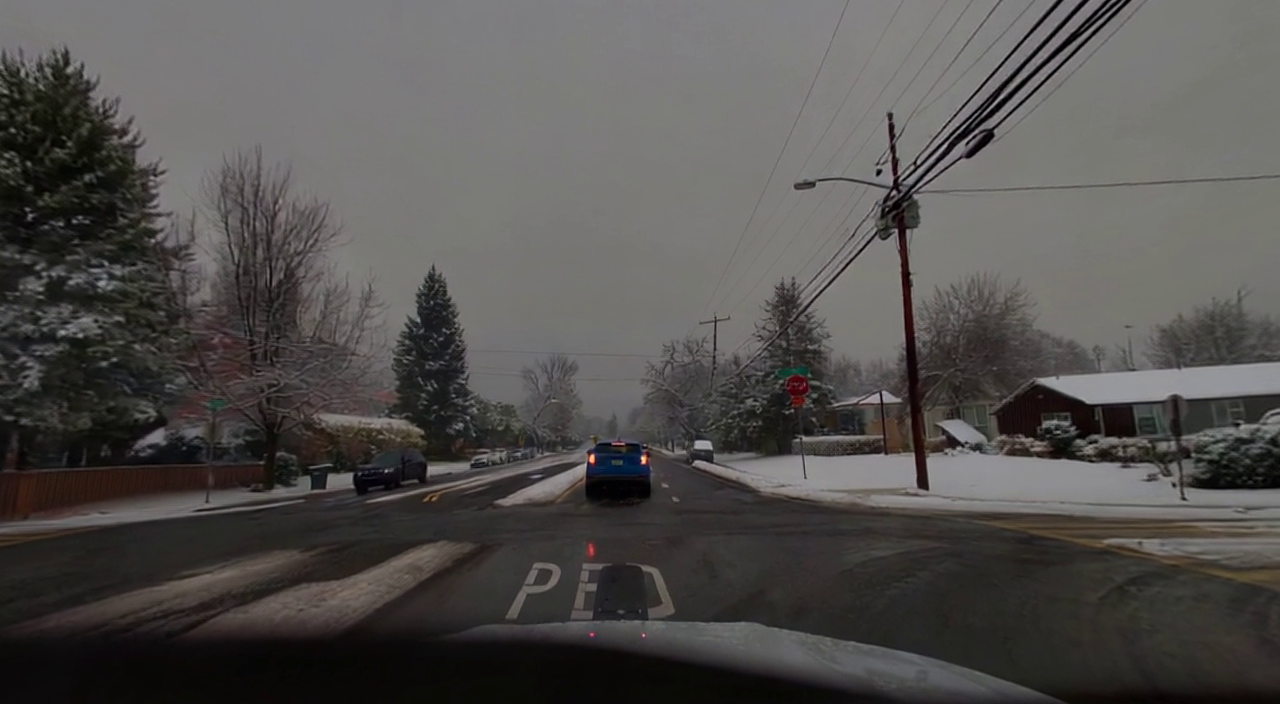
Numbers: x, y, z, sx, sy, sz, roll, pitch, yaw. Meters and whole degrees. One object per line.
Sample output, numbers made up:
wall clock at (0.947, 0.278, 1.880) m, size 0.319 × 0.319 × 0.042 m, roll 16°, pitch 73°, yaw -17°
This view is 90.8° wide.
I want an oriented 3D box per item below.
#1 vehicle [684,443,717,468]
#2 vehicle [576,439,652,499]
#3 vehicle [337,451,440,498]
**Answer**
vehicle at (4.432, 7.647, 46.969) m, size 2.101 × 1.744 × 4.466 m, roll 0°, pitch -9°, yaw 1°
vehicle at (-0.671, 3.188, 17.581) m, size 1.877 × 1.448 × 3.830 m, roll 0°, pitch -9°, yaw -1°
vehicle at (-8.962, 4.361, 22.910) m, size 1.934 × 1.506 × 4.032 m, roll 0°, pitch -9°, yaw 2°
